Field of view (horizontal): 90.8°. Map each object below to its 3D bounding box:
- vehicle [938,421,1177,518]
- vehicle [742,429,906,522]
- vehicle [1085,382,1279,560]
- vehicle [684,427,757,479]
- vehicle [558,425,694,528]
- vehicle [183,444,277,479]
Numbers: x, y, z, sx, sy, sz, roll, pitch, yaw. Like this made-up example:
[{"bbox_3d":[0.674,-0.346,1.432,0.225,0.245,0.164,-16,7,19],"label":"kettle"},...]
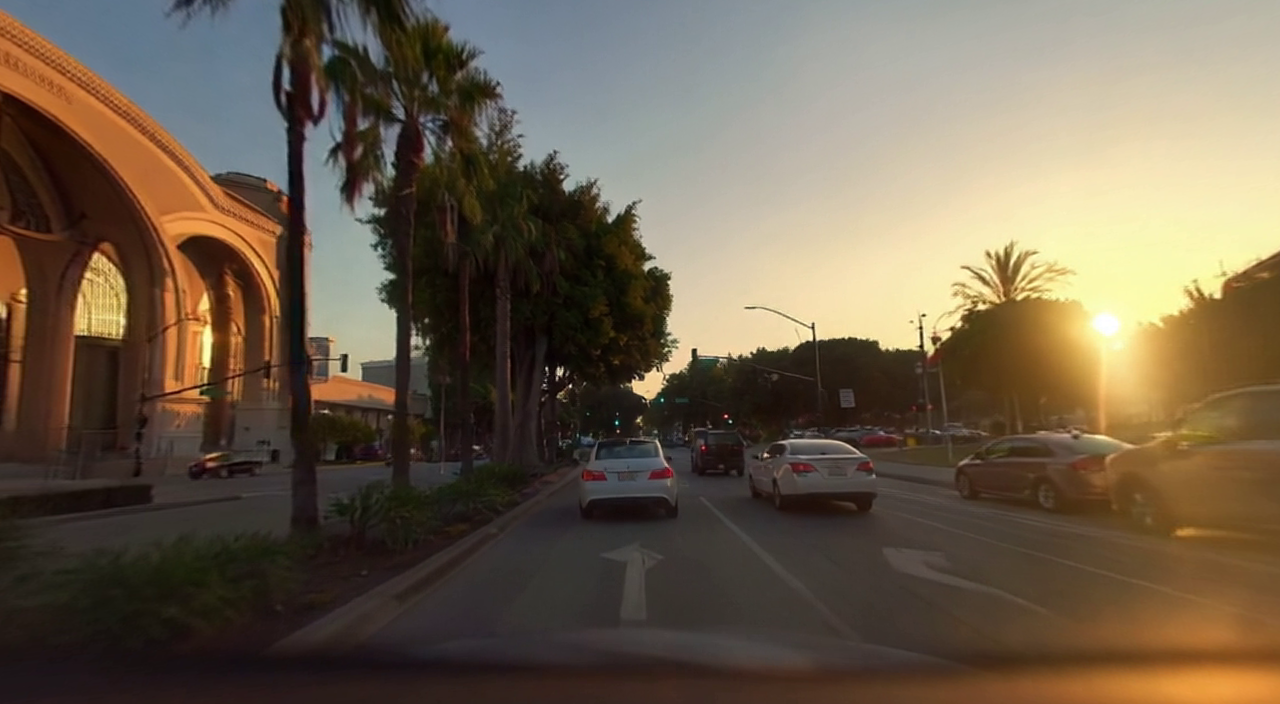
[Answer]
[{"bbox_3d":[7.873,2.214,12.506,1.875,1.588,4.072,0,-8,-1],"label":"vehicle"},{"bbox_3d":[3.290,2.287,12.278,1.833,1.465,4.258,0,-8,-1],"label":"vehicle"},{"bbox_3d":[8.085,1.323,7.163,2.200,1.933,5.123,0,-7,-2],"label":"vehicle"},{"bbox_3d":[3.205,4.250,26.902,2.127,1.854,7.971,0,-8,0],"label":"vehicle"},{"bbox_3d":[-0.229,2.160,11.474,2.050,1.521,3.747,0,-8,-1],"label":"vehicle"},{"bbox_3d":[-21.199,5.647,32.928,1.958,1.675,4.389,0,-8,0],"label":"vehicle"}]
